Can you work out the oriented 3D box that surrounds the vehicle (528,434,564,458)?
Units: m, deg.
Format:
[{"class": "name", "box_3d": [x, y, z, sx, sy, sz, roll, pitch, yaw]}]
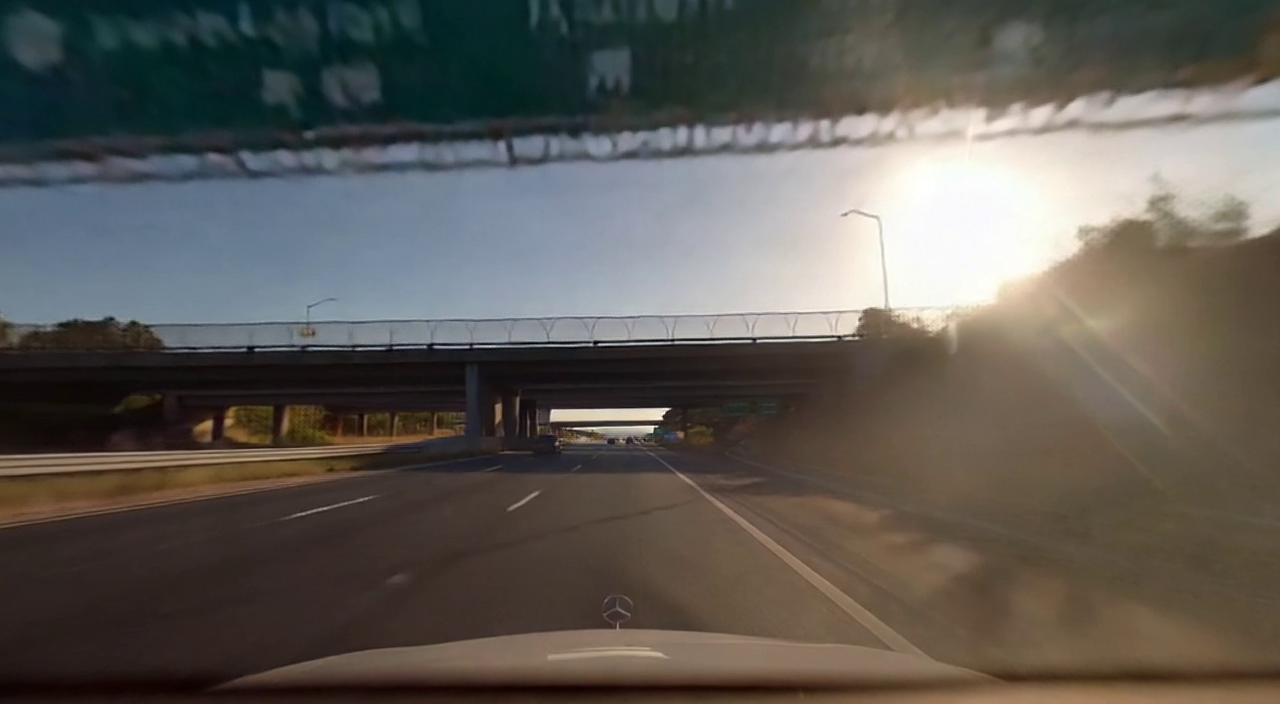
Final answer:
[{"class": "vehicle", "box_3d": [-7.095, 7.128, 47.853, 2.111, 1.662, 4.630, 0, -8, -1]}]
